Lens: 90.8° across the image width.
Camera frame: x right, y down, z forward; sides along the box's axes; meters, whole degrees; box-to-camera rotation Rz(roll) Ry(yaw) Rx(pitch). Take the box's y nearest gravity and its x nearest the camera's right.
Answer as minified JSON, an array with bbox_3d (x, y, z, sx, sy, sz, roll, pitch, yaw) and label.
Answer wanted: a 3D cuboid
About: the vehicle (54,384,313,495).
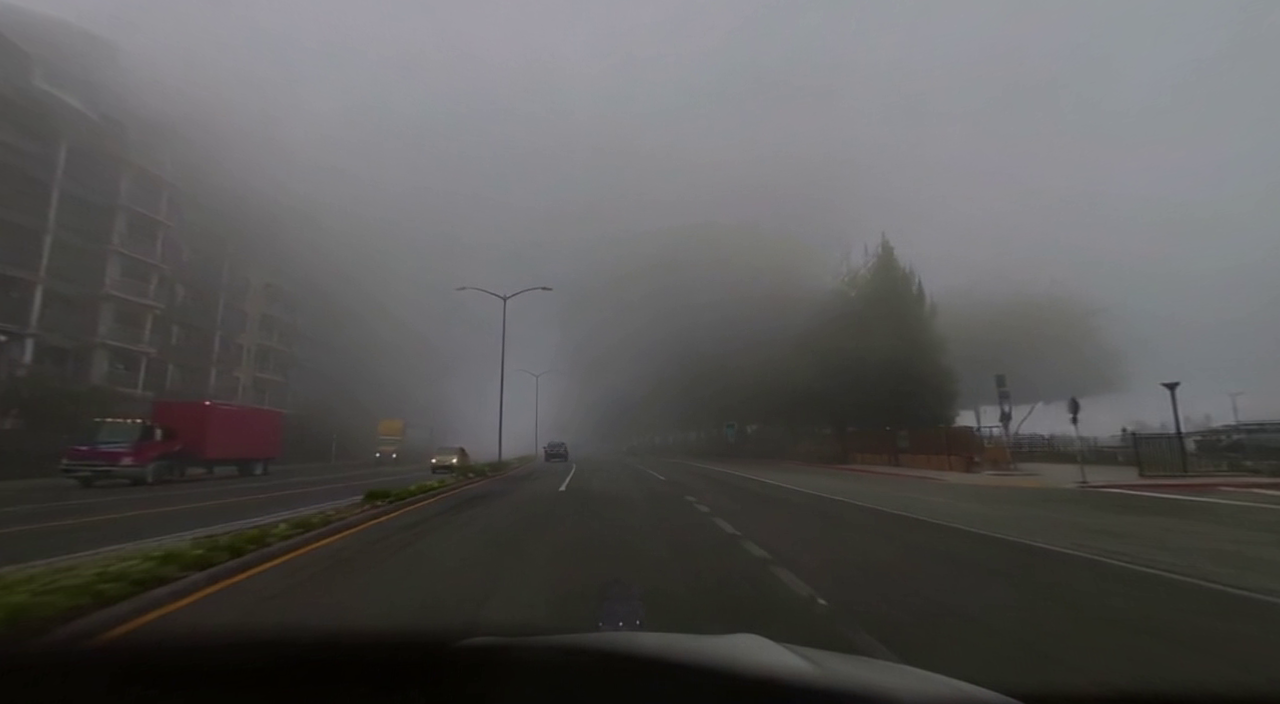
[{"bbox_3d":[-18.773,3.965,28.126,3.331,3.651,14.423,1,-9,-11],"label":"vehicle"}]

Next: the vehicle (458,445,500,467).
[{"bbox_3d":[-11.467,7.439,45.233,2.133,1.484,4.749,1,-9,-5],"label":"vehicle"}]
